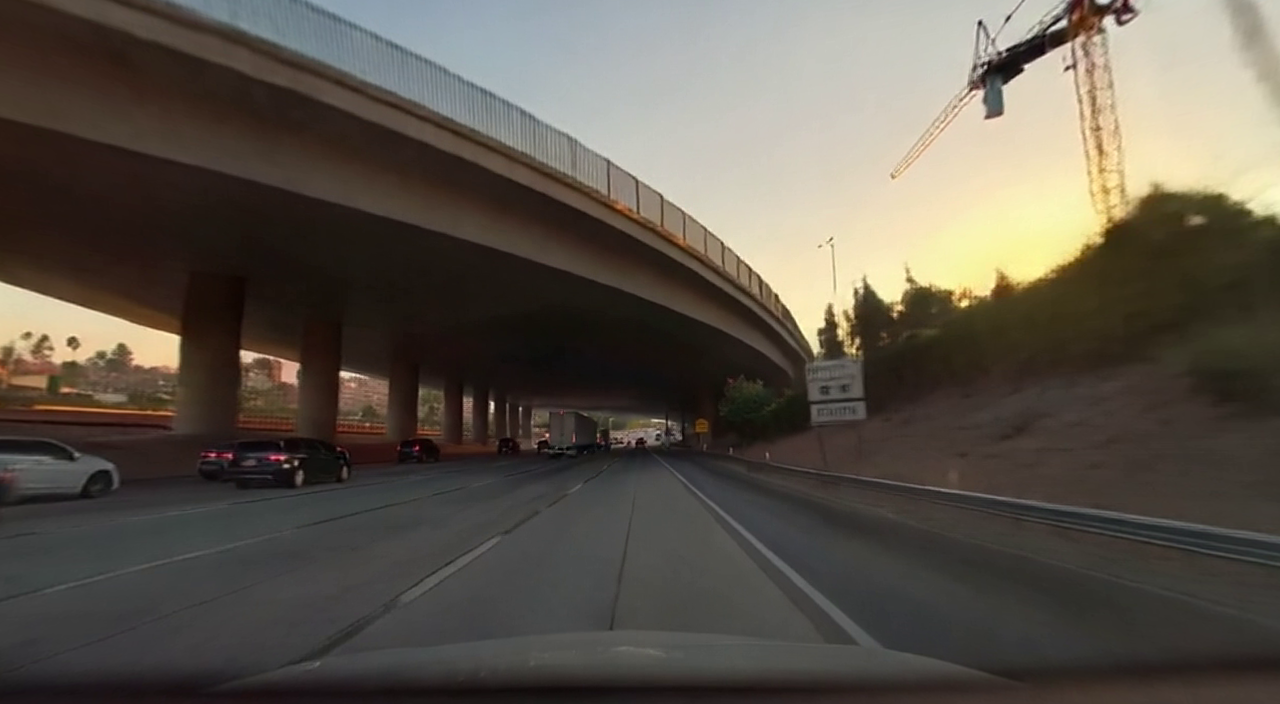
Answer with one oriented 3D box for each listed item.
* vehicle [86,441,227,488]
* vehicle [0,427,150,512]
[{"bbox_3d":[-17.971,4.179,23.808,1.866,1.609,4.315,0,-9,0],"label":"vehicle"},{"bbox_3d":[-14.411,2.718,14.896,1.898,1.763,4.644,0,-9,1],"label":"vehicle"}]
